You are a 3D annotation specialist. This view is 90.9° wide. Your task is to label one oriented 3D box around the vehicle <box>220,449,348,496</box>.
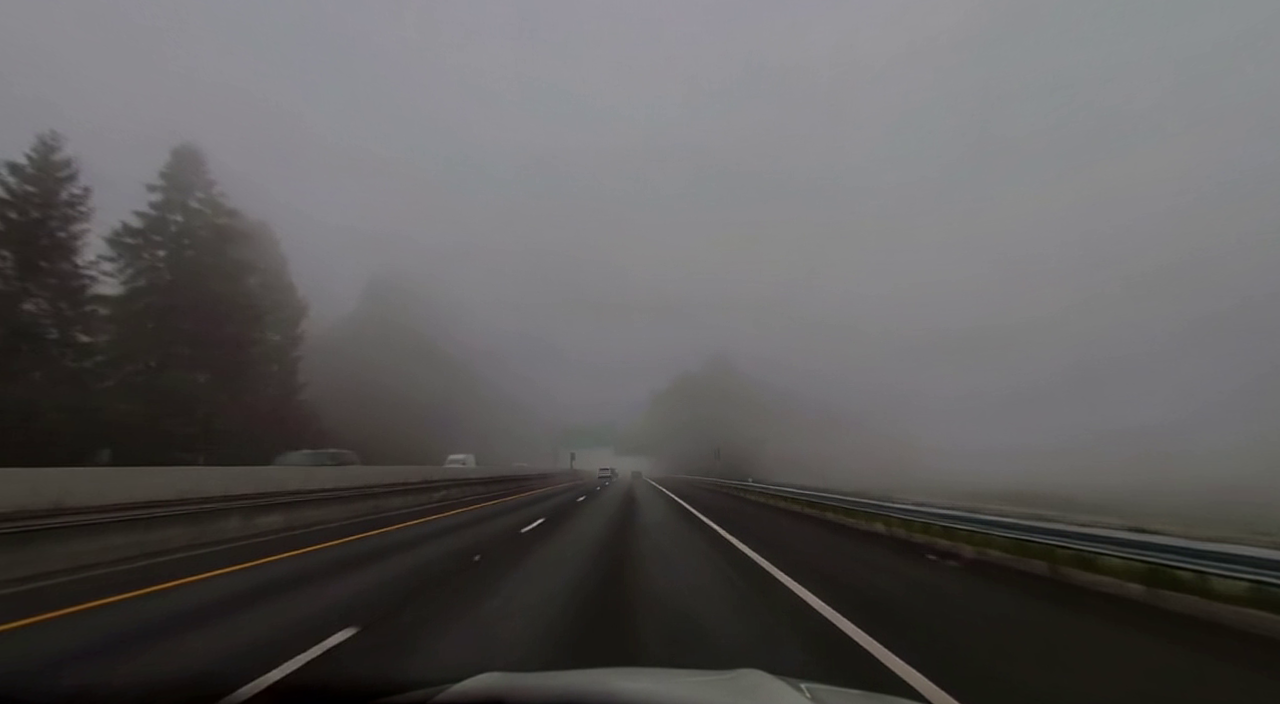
[{"bbox_3d":[-12.754,4.376,22.978,1.989,1.497,4.491,1,-10,0],"label":"vehicle"}]
